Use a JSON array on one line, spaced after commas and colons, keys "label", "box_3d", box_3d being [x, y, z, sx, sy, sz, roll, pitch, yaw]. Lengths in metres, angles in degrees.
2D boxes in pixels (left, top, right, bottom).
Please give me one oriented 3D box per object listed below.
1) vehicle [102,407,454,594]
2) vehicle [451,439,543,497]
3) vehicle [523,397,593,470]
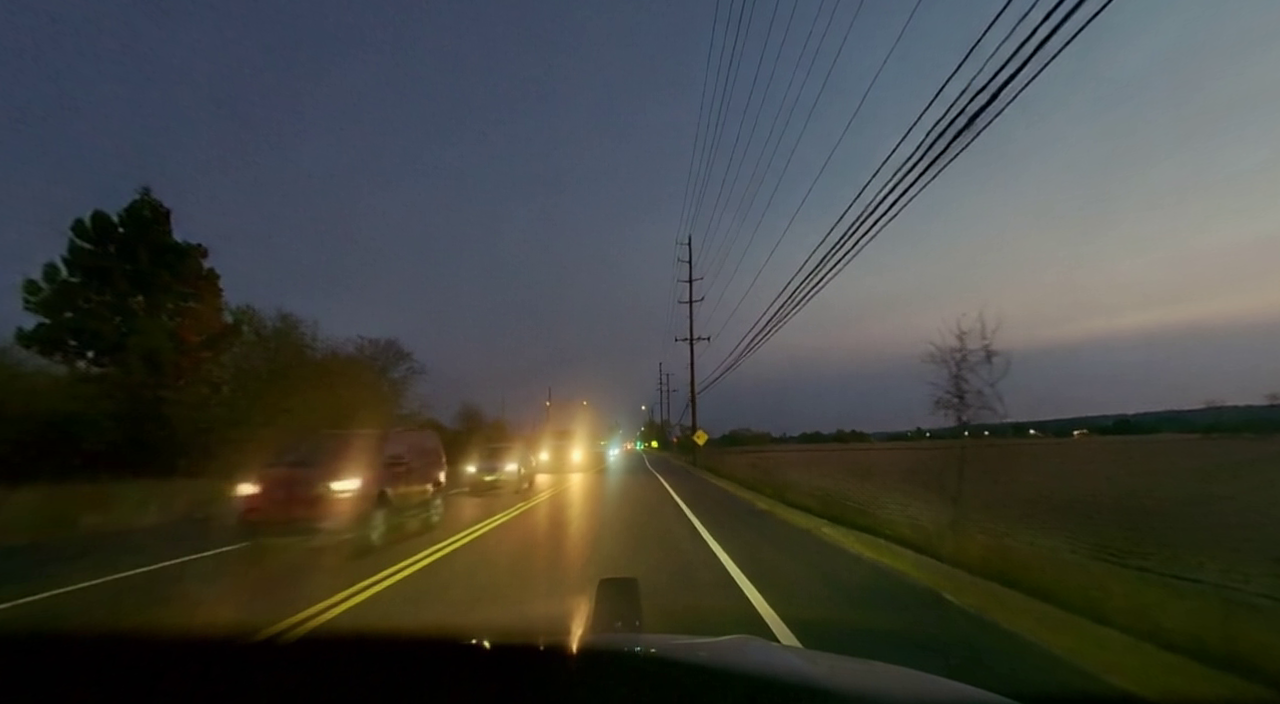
[{"label": "vehicle", "box_3d": [-4.531, 1.893, 9.204, 2.269, 1.873, 5.076, -1, -8, -2]}, {"label": "vehicle", "box_3d": [-4.751, 3.869, 21.643, 2.100, 1.664, 4.451, -2, -8, 0]}, {"label": "vehicle", "box_3d": [-4.879, 5.174, 38.965, 3.544, 4.103, 5.897, 1, -10, -1]}]
